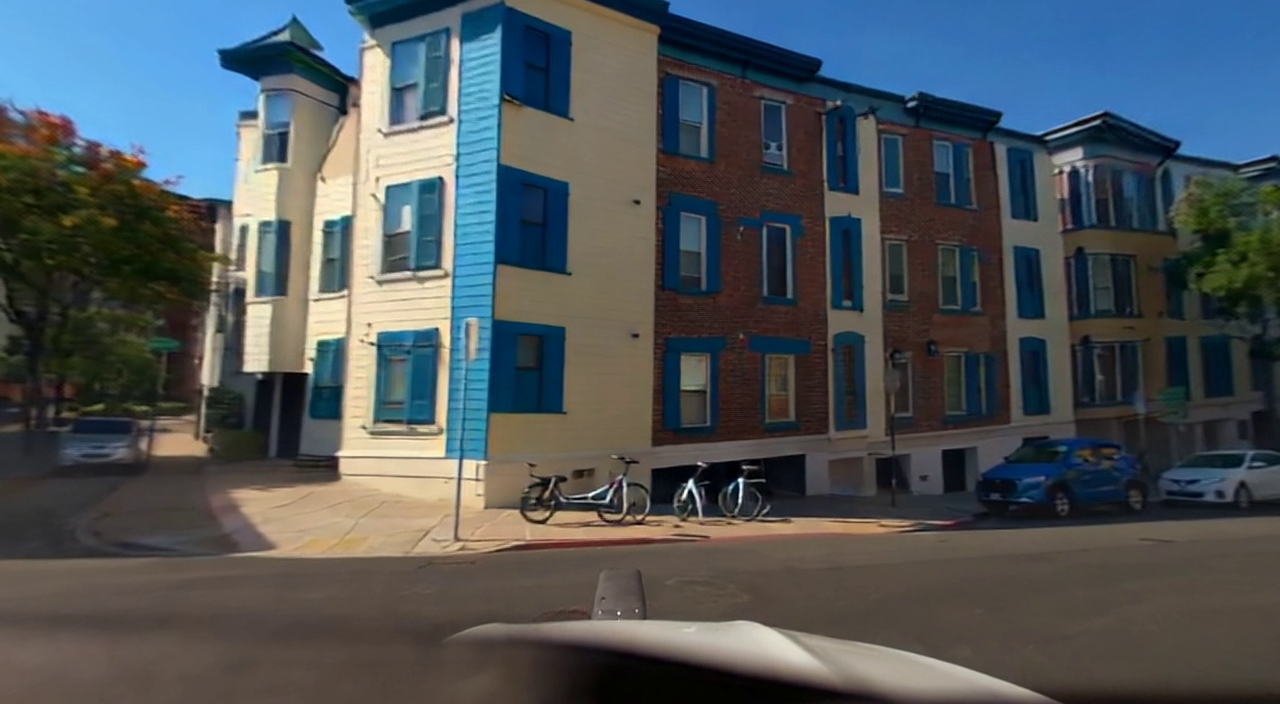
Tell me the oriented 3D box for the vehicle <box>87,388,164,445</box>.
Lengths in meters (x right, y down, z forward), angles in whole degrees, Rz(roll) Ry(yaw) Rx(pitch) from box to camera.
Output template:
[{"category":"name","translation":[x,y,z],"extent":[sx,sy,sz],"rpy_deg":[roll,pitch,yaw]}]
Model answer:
[{"category":"vehicle","translation":[-20.795,2.671,25.448],"extent":[2.072,2.074,4.358],"rpy_deg":[6,-10,-39]}]

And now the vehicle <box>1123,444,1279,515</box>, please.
[{"category":"vehicle","translation":[13.767,2.893,14.773],"extent":[4.294,1.427,1.830],"rpy_deg":[3,-8,-22]}]

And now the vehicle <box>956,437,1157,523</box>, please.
[{"category":"vehicle","translation":[8.376,2.476,12.680],"extent":[3.414,1.519,1.719],"rpy_deg":[3,-8,-24]}]

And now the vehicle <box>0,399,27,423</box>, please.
[{"category":"vehicle","translation":[-41.716,3.898,41.255],"extent":[1.777,1.459,3.676],"rpy_deg":[7,-10,-41]}]
